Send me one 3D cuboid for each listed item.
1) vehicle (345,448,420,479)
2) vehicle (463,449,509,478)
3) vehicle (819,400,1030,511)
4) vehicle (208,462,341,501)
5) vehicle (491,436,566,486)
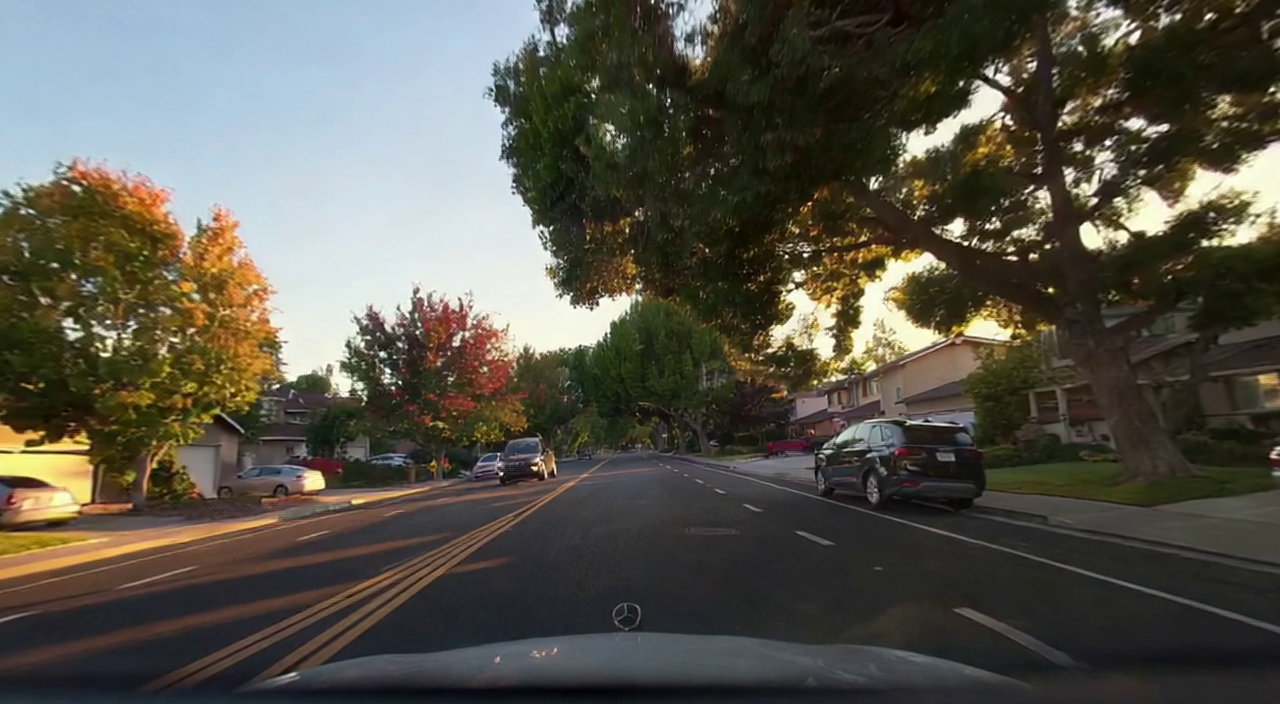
[{"bbox_3d":[-19.683,8.535,48.445,4.802,1.868,2.395,-3,-7,-1],"label":"vehicle"},{"bbox_3d":[-9.964,7.216,41.185,1.931,1.465,4.683,-5,-8,-3],"label":"vehicle"},{"bbox_3d":[6.034,2.320,14.464,2.205,2.020,5.634,0,-9,0],"label":"vehicle"},{"bbox_3d":[-15.291,5.429,26.646,4.353,1.467,1.931,0,-9,-2],"label":"vehicle"},{"bbox_3d":[-4.437,4.420,26.032,2.151,1.830,5.172,0,-9,0],"label":"vehicle"}]
